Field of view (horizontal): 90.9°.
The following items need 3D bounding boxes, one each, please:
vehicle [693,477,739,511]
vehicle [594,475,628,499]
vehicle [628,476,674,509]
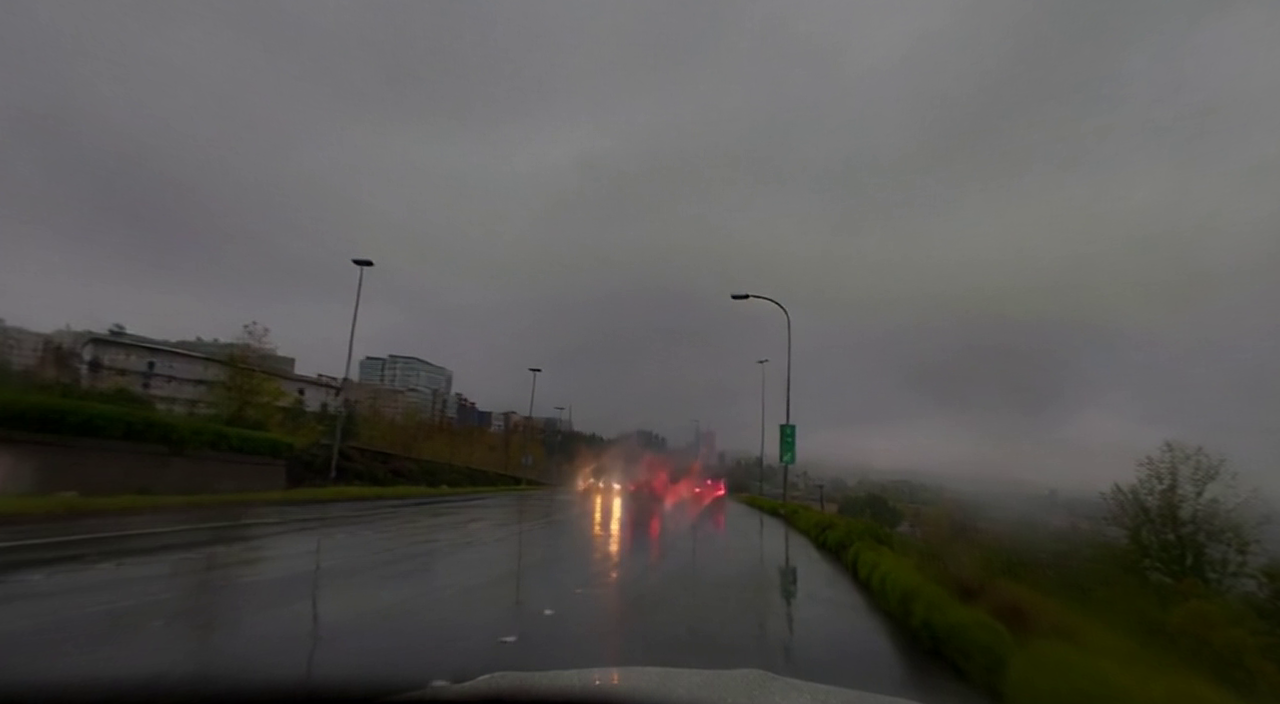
[{"bbox_3d":[3.731,7.023,31.486,2.129,1.471,4.258,0,-10,5],"label":"vehicle"},{"bbox_3d":[-2.003,9.646,45.251,2.016,1.573,4.259,1,-10,3],"label":"vehicle"},{"bbox_3d":[0.683,7.267,32.918,2.030,1.441,4.806,0,-10,5],"label":"vehicle"}]
